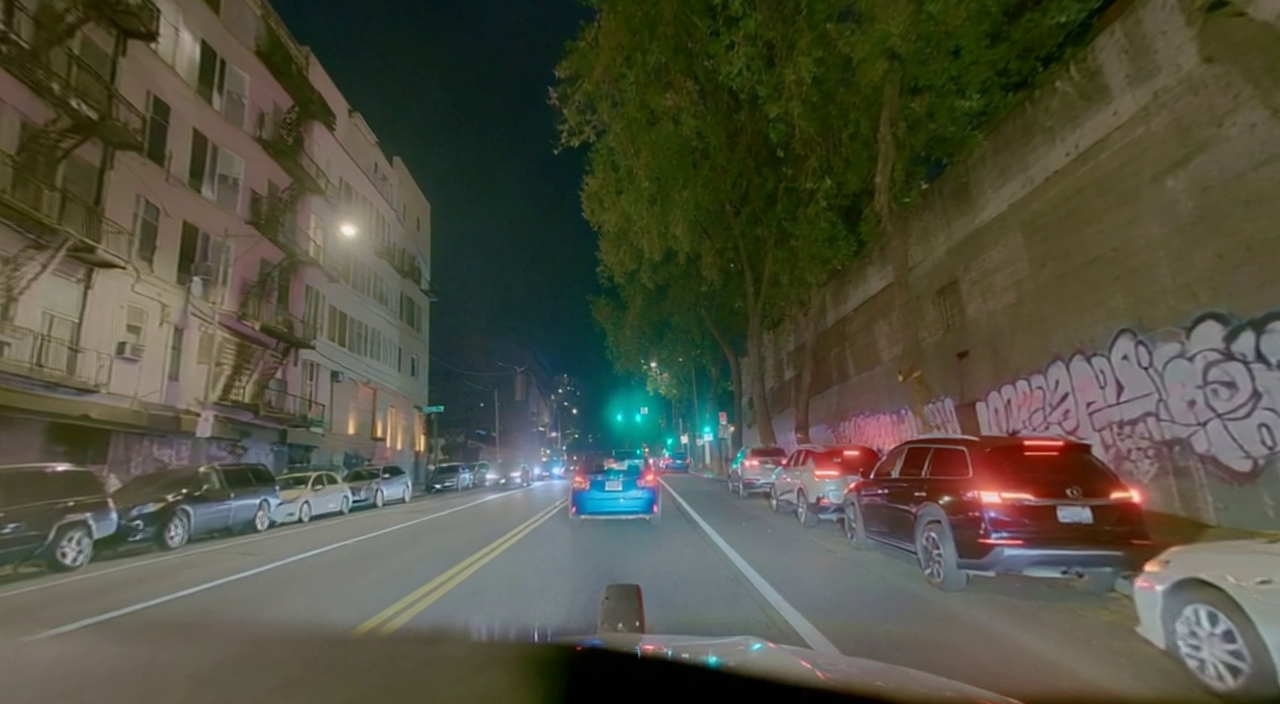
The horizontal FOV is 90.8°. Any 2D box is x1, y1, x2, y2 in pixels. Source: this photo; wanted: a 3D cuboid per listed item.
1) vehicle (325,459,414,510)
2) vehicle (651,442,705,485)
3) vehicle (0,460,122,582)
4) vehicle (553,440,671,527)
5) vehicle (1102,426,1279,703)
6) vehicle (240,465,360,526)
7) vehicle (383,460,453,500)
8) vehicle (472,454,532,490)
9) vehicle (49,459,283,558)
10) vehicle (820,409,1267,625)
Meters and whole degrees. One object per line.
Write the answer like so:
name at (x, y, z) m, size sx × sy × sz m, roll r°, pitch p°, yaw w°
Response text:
vehicle at (-11.063, 5.400, 26.121) m, size 1.822 × 1.639 × 4.144 m, roll -6°, pitch -8°, yaw 0°
vehicle at (1.678, 4.997, 28.570) m, size 2.207 × 1.761 × 4.292 m, roll -1°, pitch -8°, yaw 2°
vehicle at (-10.810, 2.701, 9.654) m, size 1.988 × 1.781 × 4.827 m, roll -5°, pitch -8°, yaw -4°
vehicle at (-0.526, 2.749, 13.840) m, size 2.166 × 1.579 × 4.300 m, roll 0°, pitch -8°, yaw 0°
vehicle at (4.186, 1.010, 2.077) m, size 1.955 × 1.535 × 4.266 m, roll 2°, pitch -9°, yaw -3°
vehicle at (-11.002, 4.630, 20.840) m, size 1.741 × 1.506 × 4.370 m, roll -4°, pitch -8°, yaw -3°
vehicle at (-11.115, 6.406, 31.979) m, size 1.931 × 1.499 × 4.645 m, roll -6°, pitch -8°, yaw -2°
vehicle at (-6.690, 5.854, 31.094) m, size 1.906 × 1.445 × 4.490 m, roll -4°, pitch -8°, yaw 0°
vehicle at (-10.944, 3.575, 15.159) m, size 2.276 × 1.741 × 4.439 m, roll -4°, pitch -8°, yaw -1°
vehicle at (4.206, 1.789, 8.061) m, size 2.097 × 1.811 × 5.230 m, roll 0°, pitch -8°, yaw -2°
